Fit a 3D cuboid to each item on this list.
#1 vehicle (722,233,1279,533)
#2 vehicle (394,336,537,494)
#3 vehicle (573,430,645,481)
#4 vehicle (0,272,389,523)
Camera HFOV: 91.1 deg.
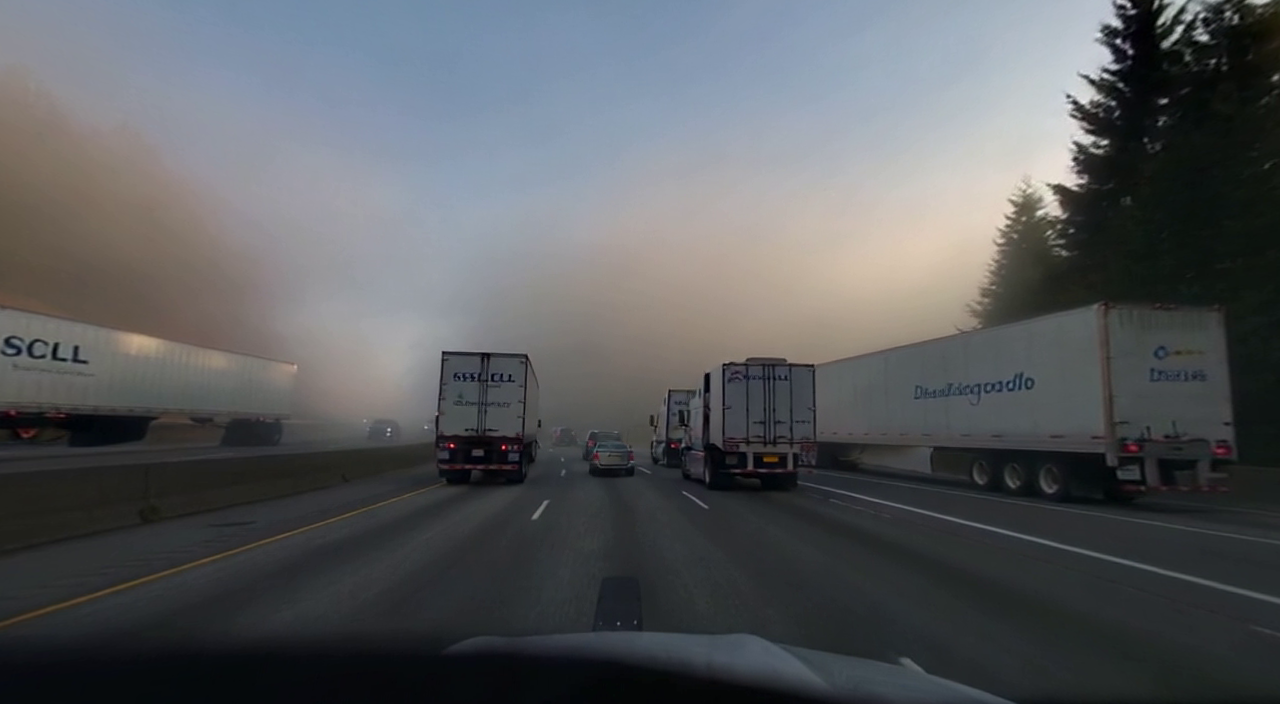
[{"bbox_3d":[7.070,1.250,14.965,2.820,4.084,13.786,4,-8,-27],"label":"vehicle"},{"bbox_3d":[-4.909,2.075,19.637,2.822,3.788,8.799,1,-8,-6],"label":"vehicle"},{"bbox_3d":[-1.183,3.474,21.530,2.060,1.540,4.374,1,-8,-8],"label":"vehicle"},{"bbox_3d":[-11.233,1.252,14.082,2.867,4.125,14.026,-2,-8,12],"label":"vehicle"}]
